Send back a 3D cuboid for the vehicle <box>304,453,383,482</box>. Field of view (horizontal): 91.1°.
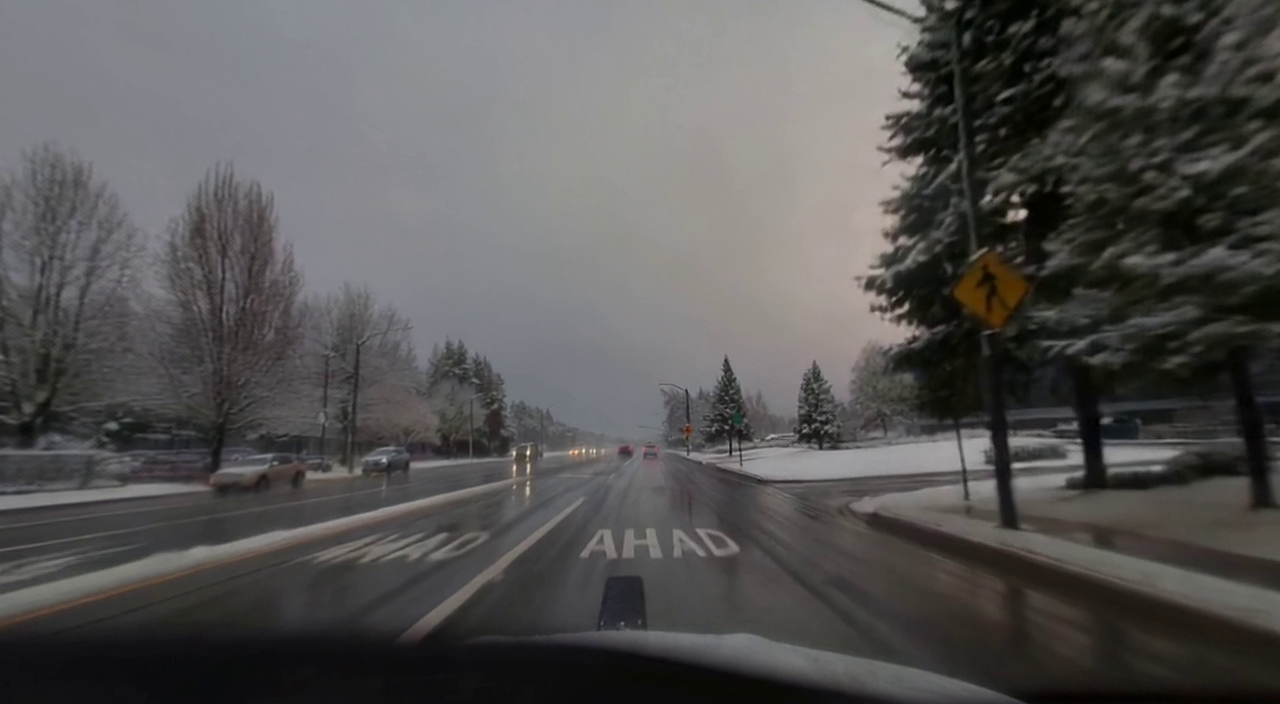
[{"bbox_3d":[-17.151,6.679,36.586,1.955,1.486,5.112,-1,-8,2],"label":"vehicle"}]

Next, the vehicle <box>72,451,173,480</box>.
[{"bbox_3d":[-28.079,6.145,34.159,3.759,1.462,1.873,1,-8,-3],"label":"vehicle"}]

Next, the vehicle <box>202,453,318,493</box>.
[{"bbox_3d":[-17.090,5.429,28.612,2.014,1.515,5.027,-1,-8,2],"label":"vehicle"}]

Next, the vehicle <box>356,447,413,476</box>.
[{"bbox_3d":[-17.045,7.290,42.119,1.998,1.724,4.486,-3,-9,0],"label":"vehicle"}]

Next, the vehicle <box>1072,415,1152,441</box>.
[{"bbox_3d":[30.046,4.909,40.139,1.829,1.496,4.642,-1,-8,5],"label":"vehicle"}]
